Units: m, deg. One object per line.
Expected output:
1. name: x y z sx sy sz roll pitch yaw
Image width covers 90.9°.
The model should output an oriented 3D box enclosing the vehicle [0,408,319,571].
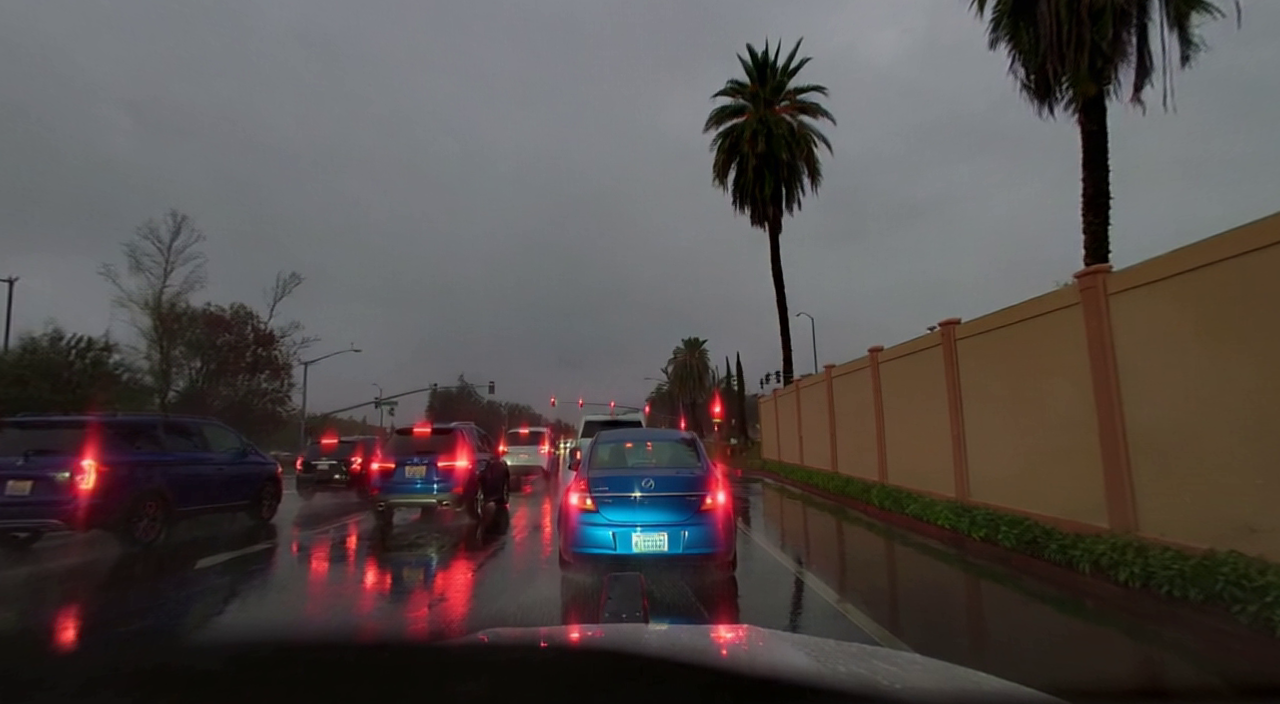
1. vehicle: -6.679 1.788 8.974 1.963 1.721 4.467 0 -8 -2

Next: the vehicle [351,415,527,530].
1. vehicle: -3.469 2.165 11.850 2.007 1.746 4.136 0 -8 -1

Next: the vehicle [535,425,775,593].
1. vehicle: 0.063 1.718 7.816 2.128 1.473 4.272 0 -8 -2
